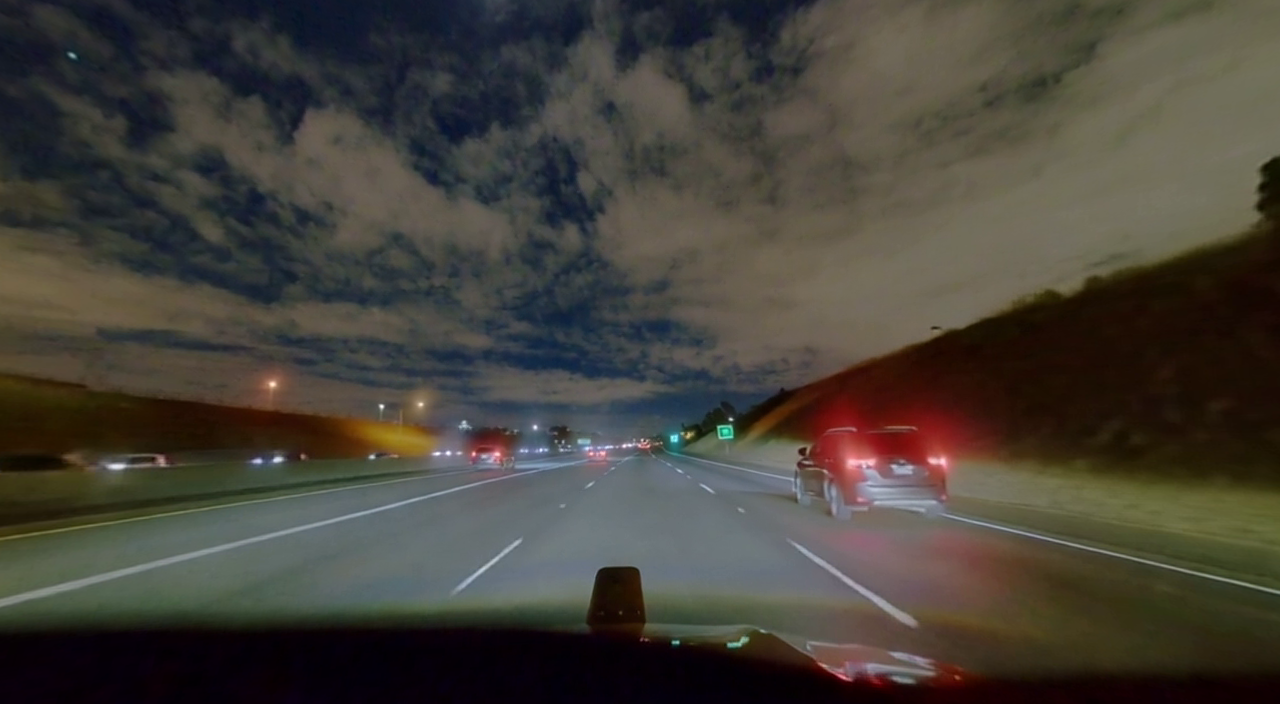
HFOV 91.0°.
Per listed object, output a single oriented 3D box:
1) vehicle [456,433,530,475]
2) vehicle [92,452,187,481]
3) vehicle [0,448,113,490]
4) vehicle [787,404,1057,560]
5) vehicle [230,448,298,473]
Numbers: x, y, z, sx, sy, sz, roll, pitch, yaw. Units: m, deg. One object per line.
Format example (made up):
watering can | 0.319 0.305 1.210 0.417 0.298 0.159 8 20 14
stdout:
vehicle | -7.393 5.236 32.448 2.341 1.959 5.684 0 -9 1
vehicle | -30.028 6.845 37.981 1.946 1.568 4.592 0 -9 -1
vehicle | -25.871 4.992 27.275 1.993 1.614 4.606 0 -9 1
vehicle | 3.652 1.776 9.231 1.990 1.735 4.276 0 -9 1
vehicle | -26.077 7.512 43.826 1.896 1.615 4.486 0 -9 0
